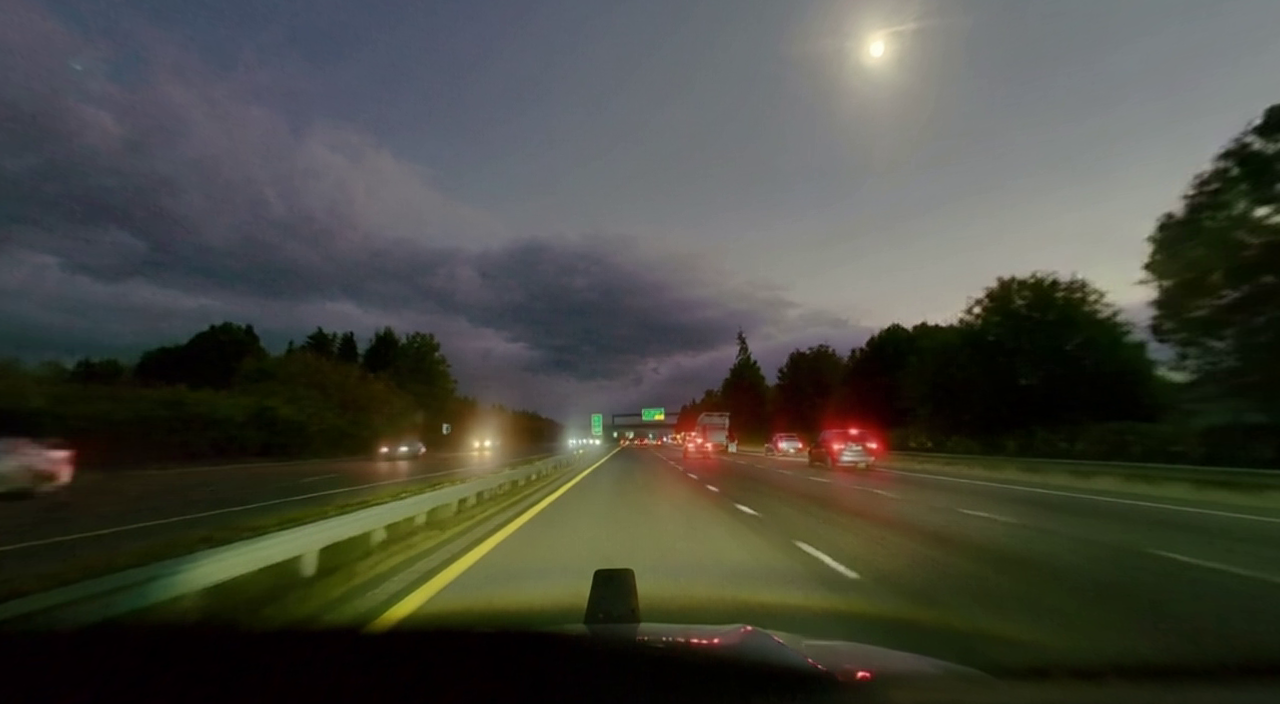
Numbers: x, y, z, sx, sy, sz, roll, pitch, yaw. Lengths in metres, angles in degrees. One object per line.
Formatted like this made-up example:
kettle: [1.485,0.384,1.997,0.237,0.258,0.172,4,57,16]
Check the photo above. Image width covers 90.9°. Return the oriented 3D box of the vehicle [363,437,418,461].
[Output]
vehicle: [-17.024,6.597,43.205,1.972,1.537,4.368,0,-8,0]

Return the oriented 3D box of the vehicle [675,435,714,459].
vehicle: [3.555,6.295,41.972,1.986,1.501,4.529,0,-8,-2]
